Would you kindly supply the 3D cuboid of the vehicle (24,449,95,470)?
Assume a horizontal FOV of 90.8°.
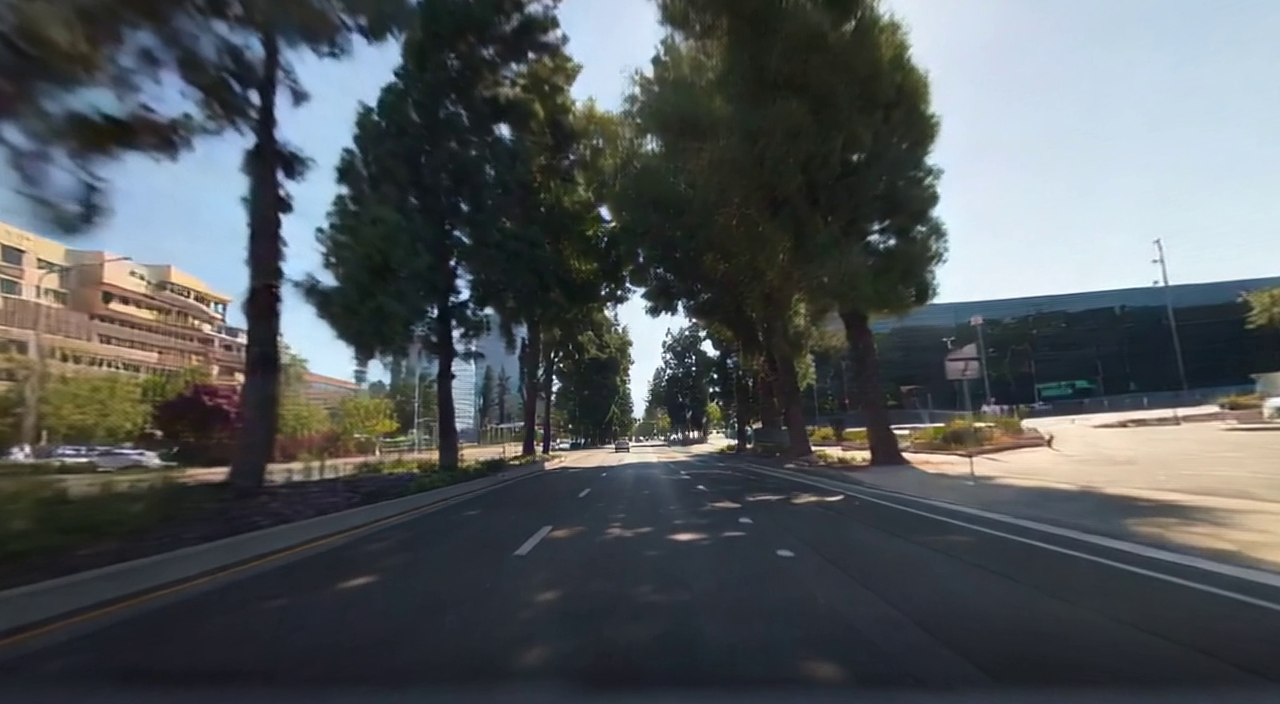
[{"bbox_3d":[-44.353,8.218,48.323,3.709,1.517,1.833,-1,-9,4],"label":"vehicle"}]
